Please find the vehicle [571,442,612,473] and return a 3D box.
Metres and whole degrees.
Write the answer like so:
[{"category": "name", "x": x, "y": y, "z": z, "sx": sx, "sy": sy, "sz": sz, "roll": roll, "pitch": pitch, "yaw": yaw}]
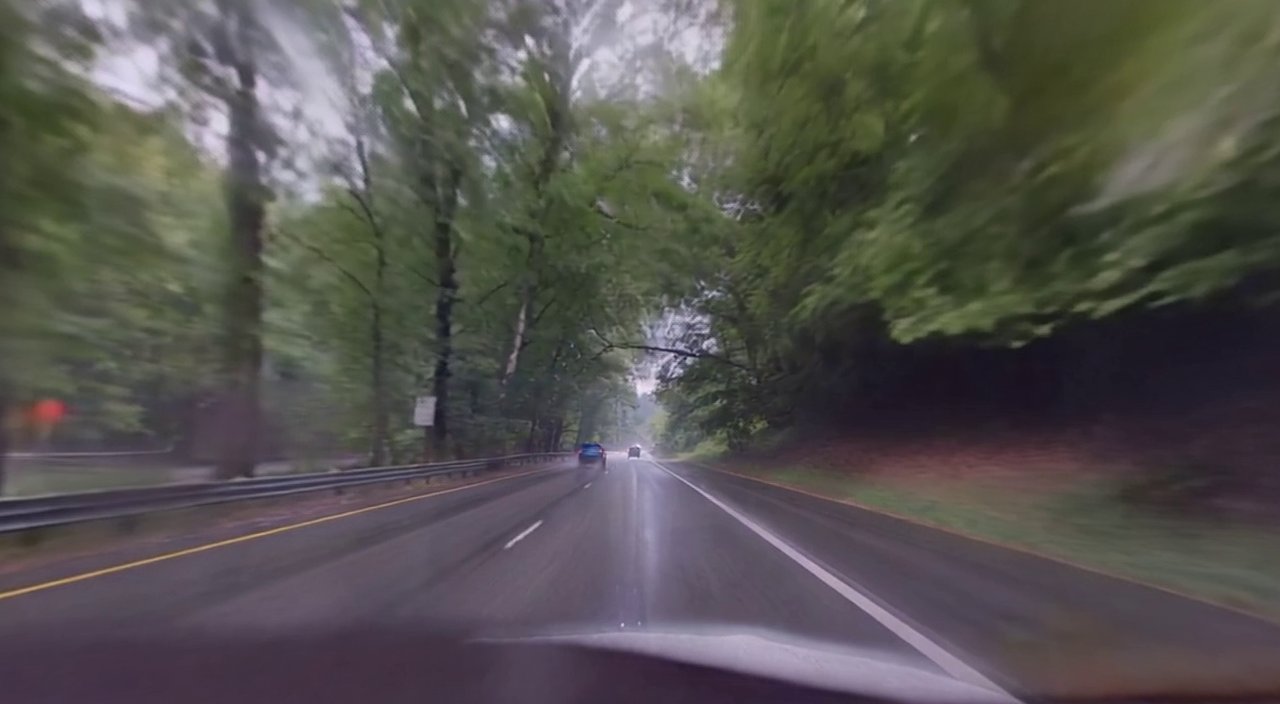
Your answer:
[{"category": "vehicle", "x": -2.960, "y": 6.574, "z": 39.429, "sx": 2.135, "sy": 1.755, "sz": 4.476, "roll": 0, "pitch": -9, "yaw": 0}]
